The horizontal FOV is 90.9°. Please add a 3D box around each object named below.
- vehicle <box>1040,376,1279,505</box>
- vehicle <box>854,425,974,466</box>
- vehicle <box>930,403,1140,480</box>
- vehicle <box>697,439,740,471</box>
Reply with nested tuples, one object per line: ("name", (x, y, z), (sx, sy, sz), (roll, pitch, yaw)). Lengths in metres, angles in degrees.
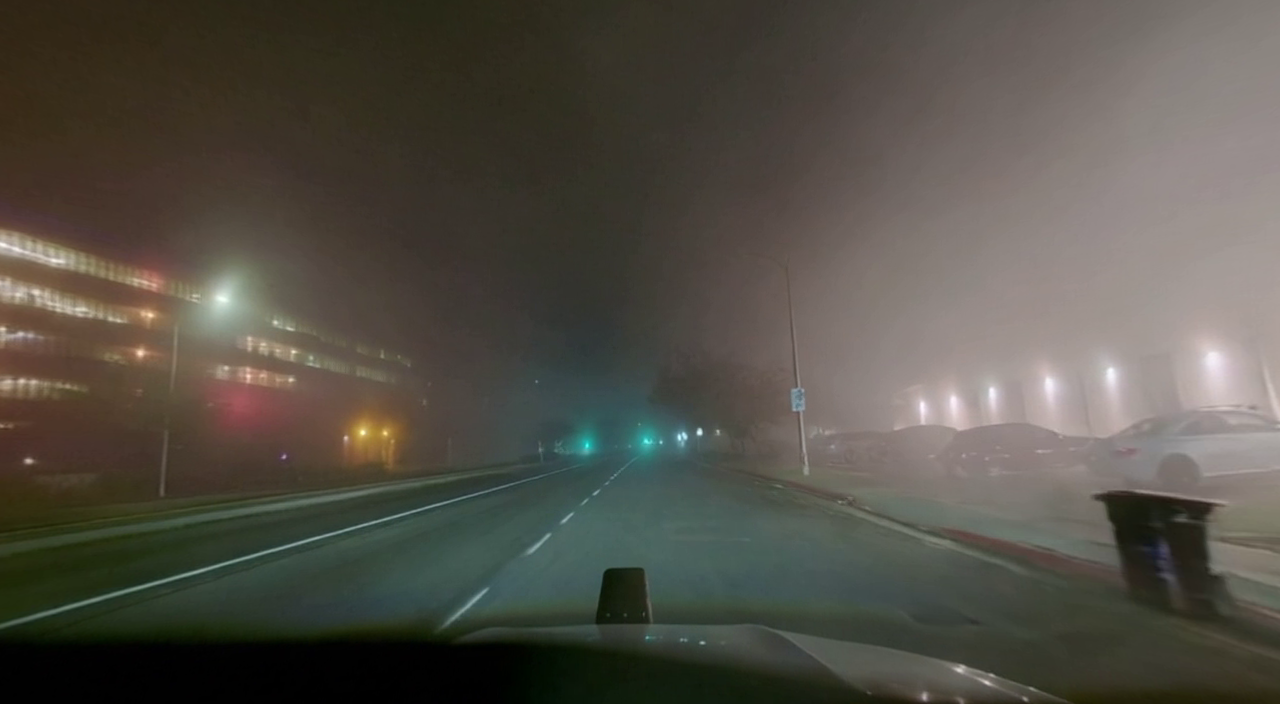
("vehicle", (11.960, 1.773, 13.371), (5.330, 1.917, 2.001), (-9, -9, 0))
("vehicle", (12.266, 4.237, 28.430), (4.418, 1.532, 1.889), (-3, -11, -2))
("vehicle", (11.628, 2.684, 18.785), (4.865, 1.674, 1.963), (-5, -10, -4))
("vehicle", (4.836, 6.404, 39.452), (2.078, 1.771, 5.174), (3, -8, 1))
